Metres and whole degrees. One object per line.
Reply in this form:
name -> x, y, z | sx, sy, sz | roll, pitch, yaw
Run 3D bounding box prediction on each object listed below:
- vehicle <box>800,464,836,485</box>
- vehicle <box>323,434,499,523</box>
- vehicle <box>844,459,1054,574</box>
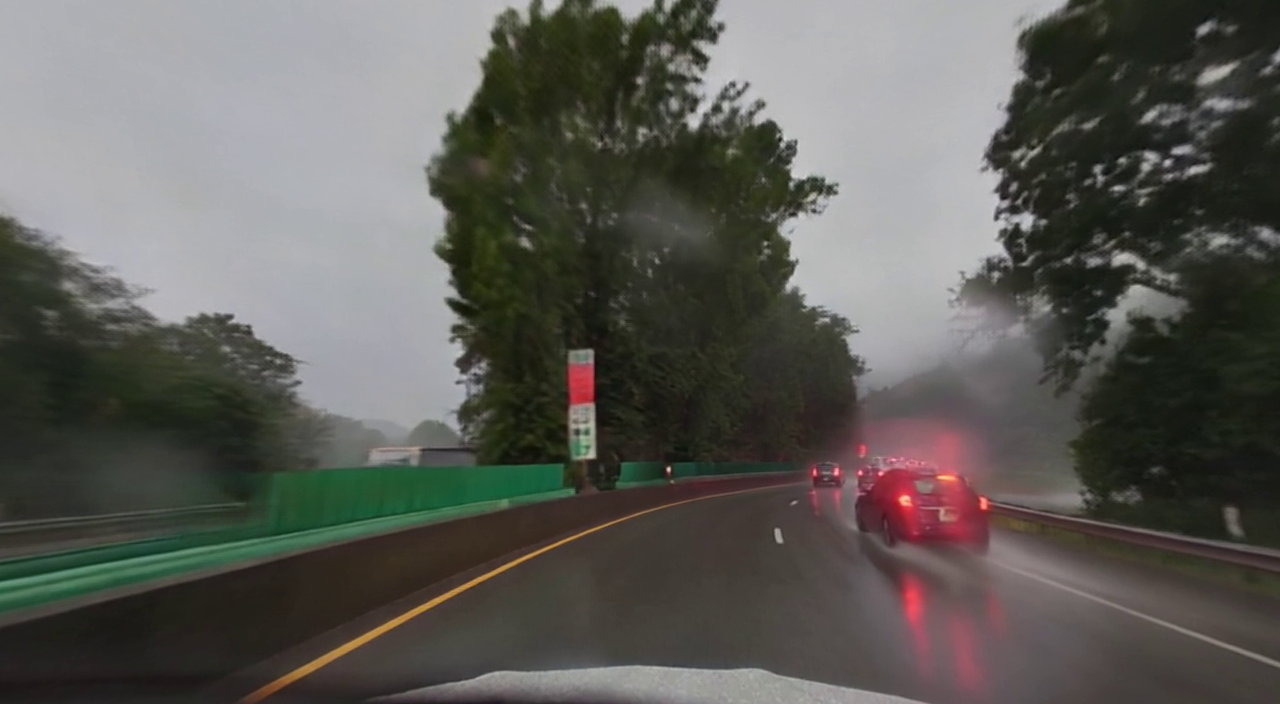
vehicle -> 13.656, 9.347, 48.145 | 1.992, 1.503, 3.793 | -4, -12, 25
vehicle -> -11.388, 6.492, 32.847 | 2.909, 3.910, 9.340 | -3, -11, 22
vehicle -> 5.118, 2.751, 11.201 | 2.023, 1.593, 4.105 | 0, -11, 7
